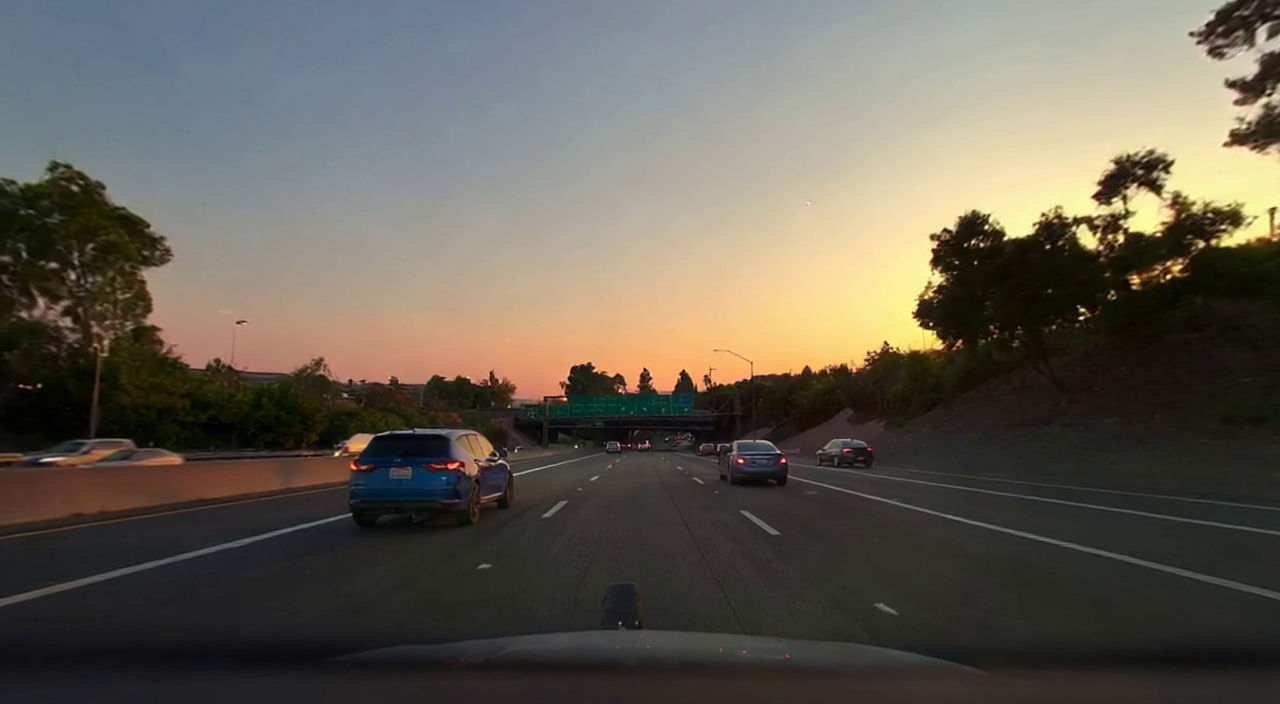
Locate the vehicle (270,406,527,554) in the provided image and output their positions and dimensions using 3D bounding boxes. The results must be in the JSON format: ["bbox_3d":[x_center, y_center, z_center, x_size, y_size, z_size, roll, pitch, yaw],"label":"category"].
[{"bbox_3d":[-3.281,1.858,9.833,2.193,1.746,4.512,0,-8,0],"label":"vehicle"}]

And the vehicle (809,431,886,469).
[{"bbox_3d":[11.175,5.326,34.524,2.223,1.865,5.704,0,-8,-1],"label":"vehicle"}]

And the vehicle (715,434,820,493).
[{"bbox_3d":[3.700,3.341,19.292,2.107,1.550,4.949,0,-8,-1],"label":"vehicle"}]

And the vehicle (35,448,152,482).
[{"bbox_3d":[-26.675,5.494,31.023,1.831,1.479,4.309,0,-8,1],"label":"vehicle"}]
